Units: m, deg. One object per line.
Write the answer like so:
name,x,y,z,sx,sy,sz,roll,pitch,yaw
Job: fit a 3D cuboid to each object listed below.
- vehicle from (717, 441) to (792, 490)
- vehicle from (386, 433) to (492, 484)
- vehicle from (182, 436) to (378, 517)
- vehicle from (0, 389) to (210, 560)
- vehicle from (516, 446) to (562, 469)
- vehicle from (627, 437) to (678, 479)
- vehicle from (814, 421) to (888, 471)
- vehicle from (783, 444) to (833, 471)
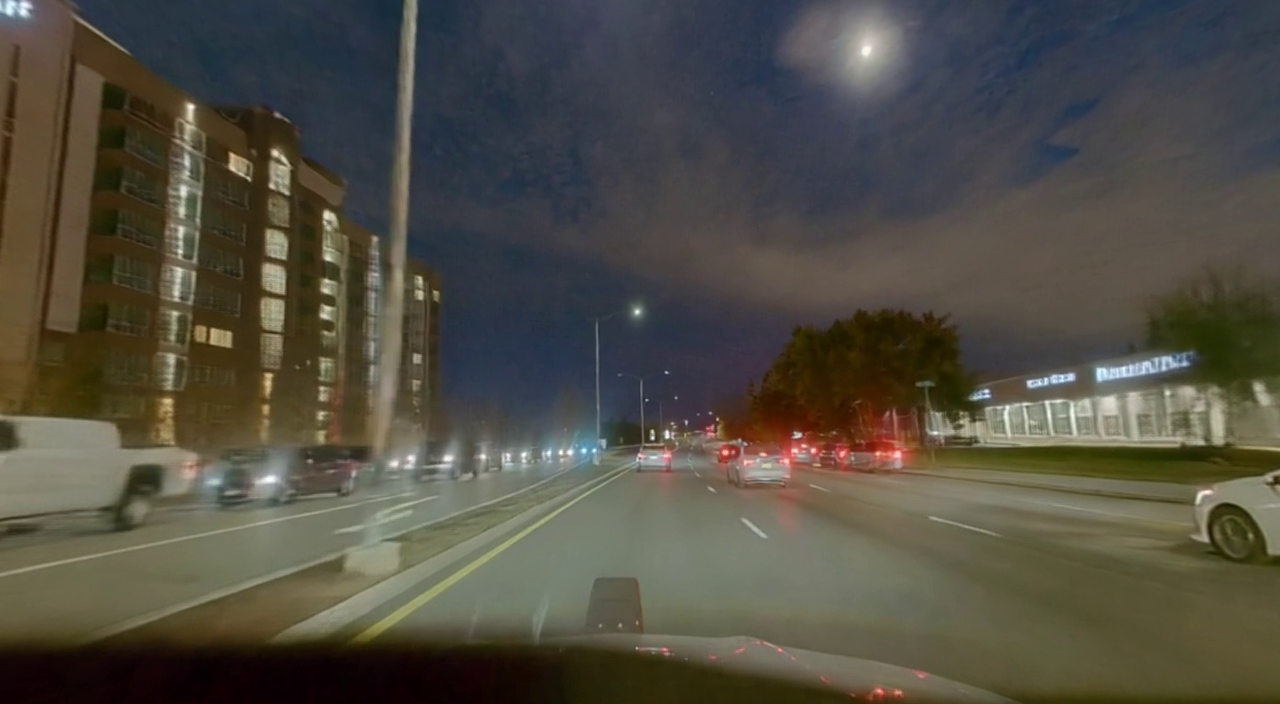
vehicle,3.791,3.806,21.567,1.852,1.498,3.825,0,-9,0
vehicle,-7.936,4.279,25.694,2.218,1.819,5.732,0,-9,3
vehicle,-8.582,2.977,15.759,1.920,1.590,5.041,-3,-8,1
vehicle,-8.669,1.553,8.162,2.460,1.970,5.271,0,-9,0
vehicle,-6.664,6.986,42.098,1.992,1.465,4.458,-1,-9,5
vehicle,0.586,4.645,27.789,2.101,1.694,3.979,0,-9,2
vehicle,13.192,5.950,40.080,2.790,2.897,6.326,-1,-9,4
vehicle,9.705,6.109,36.851,1.860,1.475,4.488,0,-9,2
